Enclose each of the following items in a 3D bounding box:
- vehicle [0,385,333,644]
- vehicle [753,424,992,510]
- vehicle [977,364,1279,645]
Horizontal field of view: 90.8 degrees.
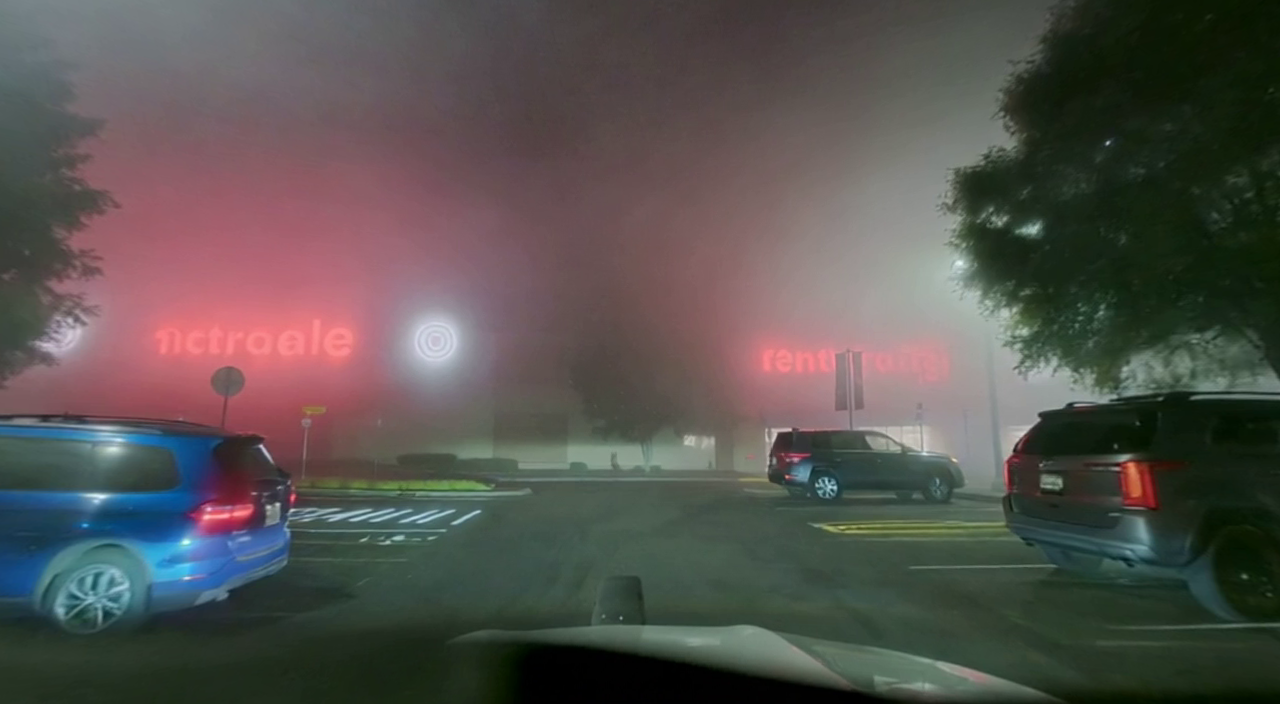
[{"bbox_3d":[-4.900,1.085,4.601,4.335,1.499,1.856,0,-8,-5],"label":"vehicle"},{"bbox_3d":[5.516,2.773,15.537,4.864,1.916,2.413,1,-8,-4],"label":"vehicle"},{"bbox_3d":[6.553,1.283,5.835,5.517,1.946,2.410,1,-8,-3],"label":"vehicle"}]
